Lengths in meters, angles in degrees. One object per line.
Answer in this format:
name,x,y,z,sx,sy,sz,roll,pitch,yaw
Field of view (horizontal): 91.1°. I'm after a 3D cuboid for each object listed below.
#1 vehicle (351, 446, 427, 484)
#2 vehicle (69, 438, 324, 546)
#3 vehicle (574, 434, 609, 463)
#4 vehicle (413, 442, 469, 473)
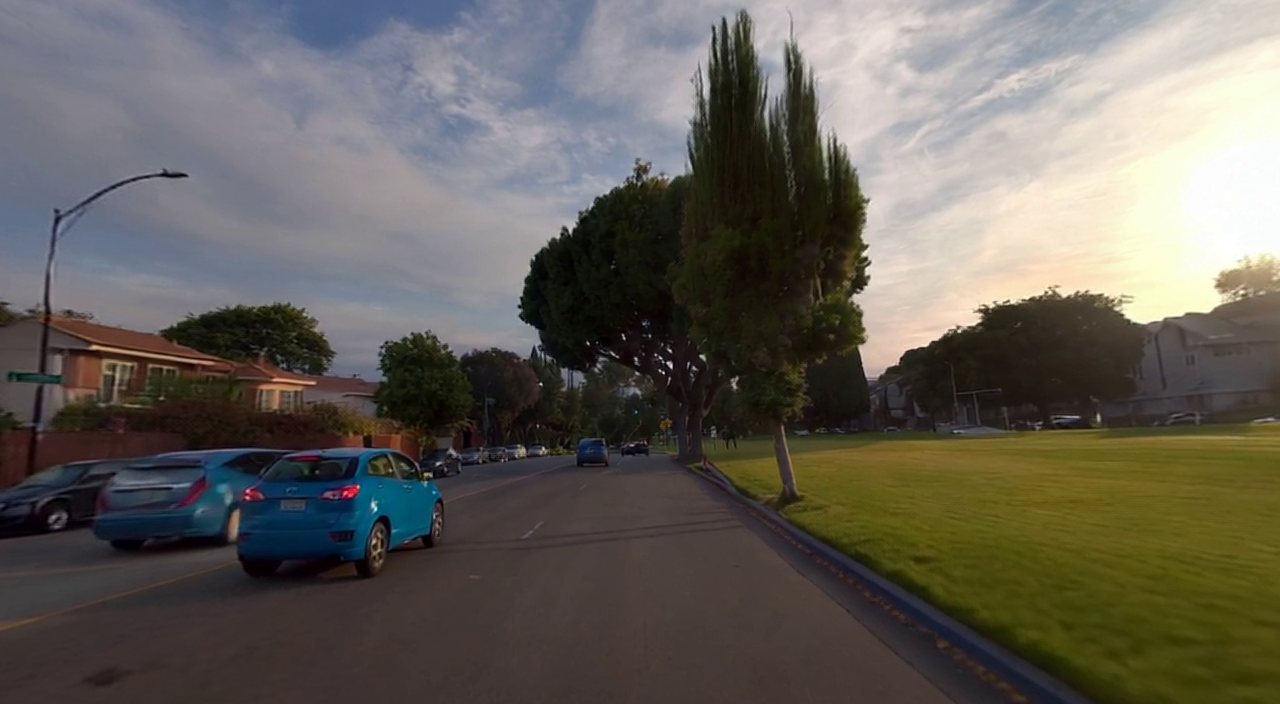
vehicle,-12.441,5.593,31.481,2.106,1.701,4.629,0,-8,-4
vehicle,-9.174,2.868,13.687,2.019,1.907,4.697,0,-9,1
vehicle,-3.112,6.313,41.168,1.908,1.809,4.230,0,-8,1
vehicle,-12.390,6.594,39.431,2.066,1.785,4.608,0,-9,0
